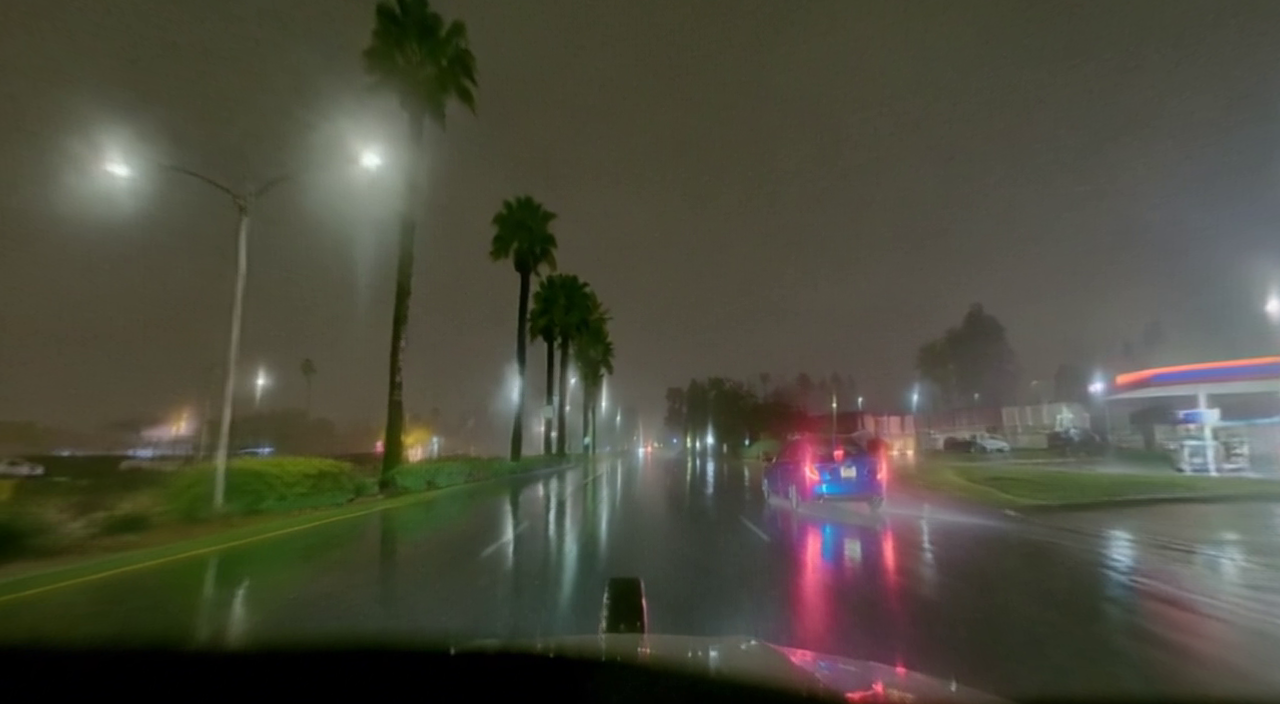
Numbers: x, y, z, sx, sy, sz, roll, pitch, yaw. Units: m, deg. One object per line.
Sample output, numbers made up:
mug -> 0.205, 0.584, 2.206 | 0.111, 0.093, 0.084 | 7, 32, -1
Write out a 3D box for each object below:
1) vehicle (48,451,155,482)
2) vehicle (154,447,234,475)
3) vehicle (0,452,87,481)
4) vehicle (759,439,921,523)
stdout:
vehicle -> -33.439, 7.093, 39.451 | 2.347, 1.610, 4.867 | -1, -8, 1
vehicle -> -33.301, 8.146, 47.376 | 2.216, 1.965, 5.147 | 0, -9, 0
vehicle -> -37.413, 7.111, 39.372 | 2.052, 1.645, 4.225 | 0, -9, -2
vehicle -> 3.897, 2.576, 13.197 | 1.978, 1.442, 4.262 | 0, -8, 0
